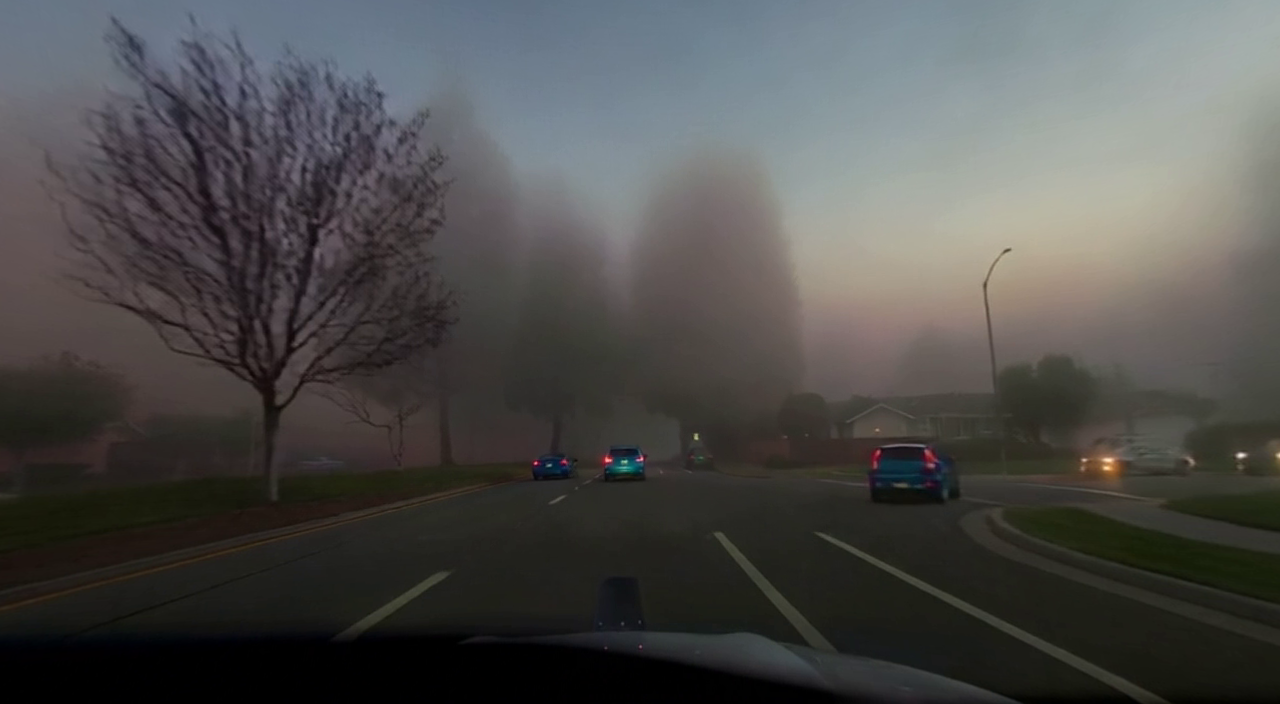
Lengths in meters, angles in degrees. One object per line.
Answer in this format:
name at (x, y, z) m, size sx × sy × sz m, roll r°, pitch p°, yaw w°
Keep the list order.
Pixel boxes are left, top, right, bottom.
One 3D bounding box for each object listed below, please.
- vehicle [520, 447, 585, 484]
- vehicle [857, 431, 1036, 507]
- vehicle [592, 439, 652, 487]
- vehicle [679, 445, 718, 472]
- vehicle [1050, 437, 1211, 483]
vehicle at (-3.640, 4.818, 27.018) m, size 2.032 × 1.433 × 4.458 m, roll 0°, pitch -8°, yaw 1°
vehicle at (8.086, 2.972, 16.404) m, size 4.820 × 1.677 × 2.192 m, roll 7°, pitch -11°, yaw -38°
vehicle at (-0.634, 4.422, 25.345) m, size 2.220 × 1.742 × 4.047 m, roll 0°, pitch -8°, yaw 1°
vehicle at (4.090, 7.532, 44.643) m, size 2.332 × 1.769 × 4.518 m, roll 0°, pitch -8°, yaw 1°
vehicle at (18.973, 4.190, 24.460) m, size 4.532 × 1.674 × 2.051 m, roll 0°, pitch -9°, yaw -1°
